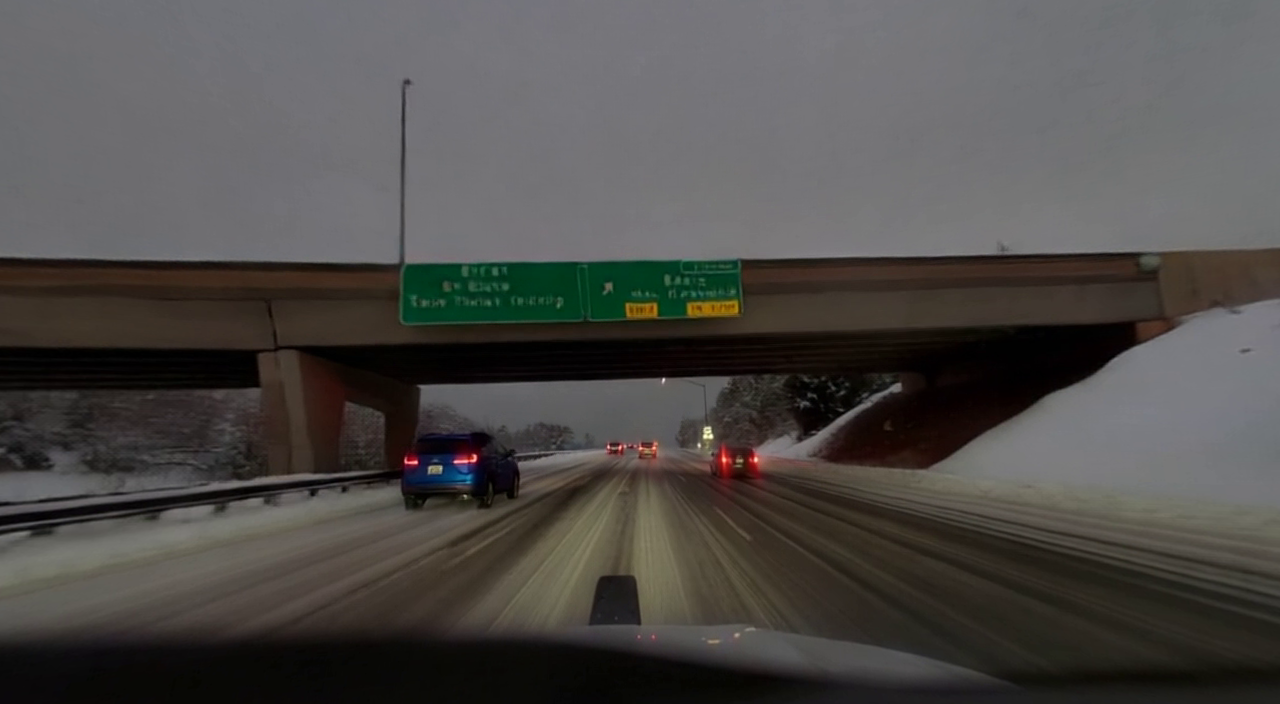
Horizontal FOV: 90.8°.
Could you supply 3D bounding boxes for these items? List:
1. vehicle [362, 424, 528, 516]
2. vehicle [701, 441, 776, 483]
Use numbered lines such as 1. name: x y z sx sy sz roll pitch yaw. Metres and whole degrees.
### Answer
1. vehicle: -3.915 2.447 13.582 2.193 1.641 4.077 0 -8 1
2. vehicle: 3.619 4.117 24.042 2.083 1.453 4.307 0 -8 -1
